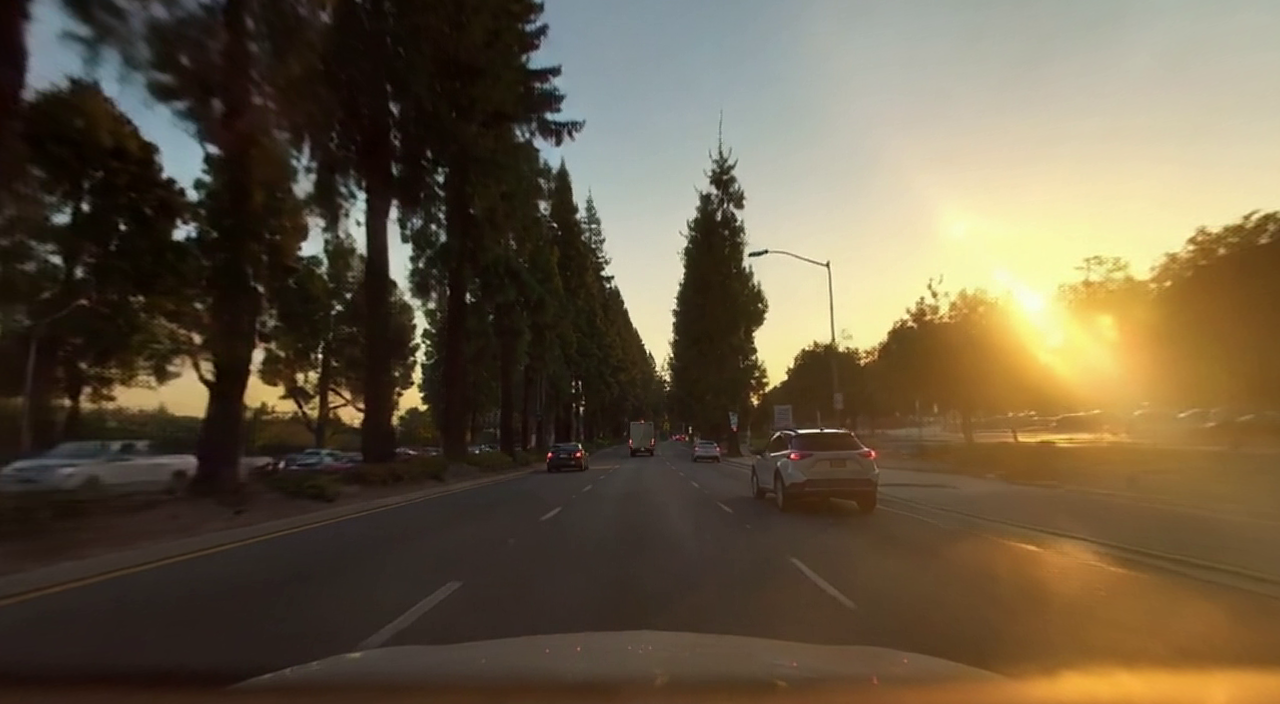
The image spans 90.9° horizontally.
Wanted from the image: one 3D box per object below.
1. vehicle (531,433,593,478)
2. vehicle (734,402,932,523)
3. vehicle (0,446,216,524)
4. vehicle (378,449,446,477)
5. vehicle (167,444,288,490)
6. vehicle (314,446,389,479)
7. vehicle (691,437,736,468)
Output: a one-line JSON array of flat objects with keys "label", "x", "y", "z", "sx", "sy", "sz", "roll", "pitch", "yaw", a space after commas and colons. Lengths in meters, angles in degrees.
[{"label": "vehicle", "x": -3.589, "y": 4.901, "z": 30.099, "sx": 2.255, "sy": 1.940, "sz": 4.822, "roll": 0, "pitch": -8, "yaw": 1}, {"label": "vehicle", "x": 3.689, "y": 2.292, "z": 13.628, "sx": 2.381, "sy": 2.008, "sz": 5.971, "roll": 0, "pitch": -8, "yaw": 0}, {"label": "vehicle", "x": -13.154, "y": 3.141, "z": 15.629, "sx": 1.989, "sy": 1.584, "sz": 5.018, "roll": 0, "pitch": -8, "yaw": -3}, {"label": "vehicle", "x": -13.683, "y": 6.652, "z": 38.196, "sx": 2.142, "sy": 1.528, "sz": 4.804, "roll": -1, "pitch": -8, "yaw": 2}, {"label": "vehicle", "x": -20.909, "y": 5.815, "z": 32.358, "sx": 2.353, "sy": 2.119, "sz": 5.625, "roll": 0, "pitch": -8, "yaw": 0}, {"label": "vehicle", "x": -17.034, "y": 6.539, "z": 37.551, "sx": 1.965, "sy": 1.780, "sz": 5.122, "roll": 0, "pitch": -8, "yaw": 2}, {"label": "vehicle", "x": 4.435, "y": 6.150, "z": 38.563, "sx": 2.280, "sy": 1.757, "sz": 4.572, "roll": 0, "pitch": -8, "yaw": 1}]
